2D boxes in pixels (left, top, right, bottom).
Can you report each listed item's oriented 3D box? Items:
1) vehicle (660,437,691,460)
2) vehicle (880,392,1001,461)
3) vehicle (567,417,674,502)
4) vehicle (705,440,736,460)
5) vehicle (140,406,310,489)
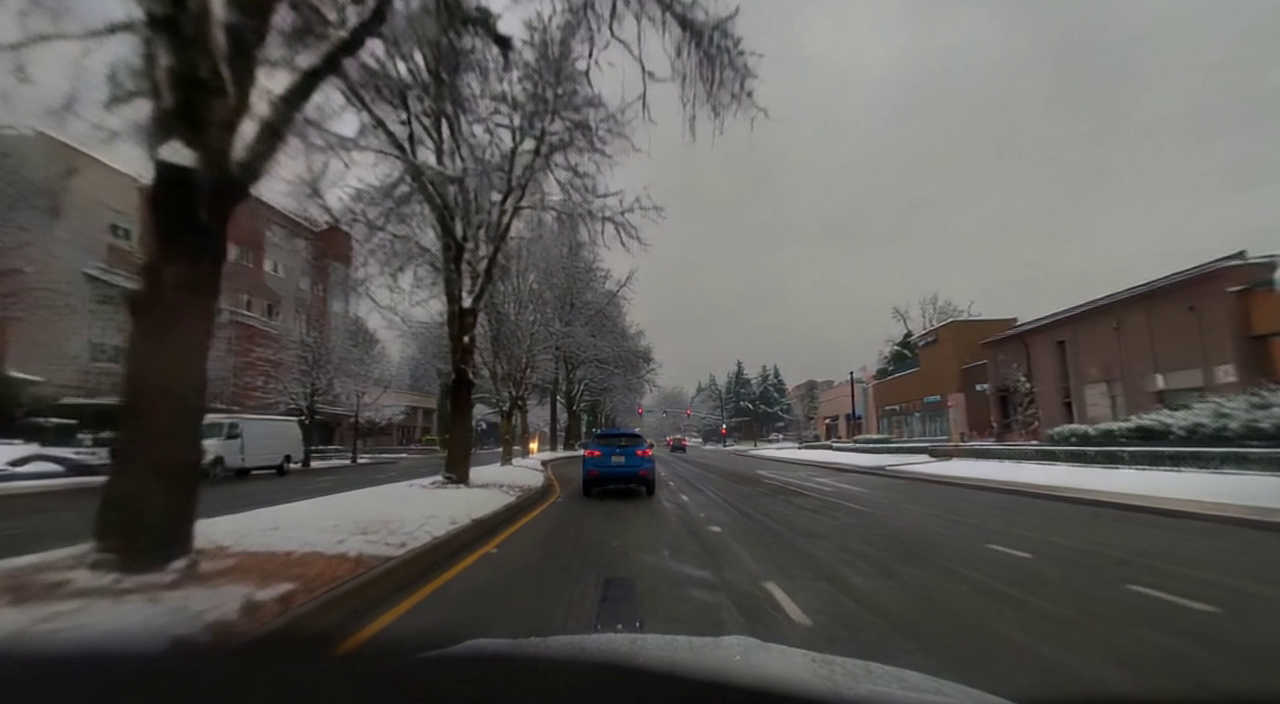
[{"bbox_3d":[2.549,7.129,46.563,1.929,1.590,4.287,0,-9,-1],"label":"vehicle"},{"bbox_3d":[18.181,4.750,39.206,3.269,3.755,8.862,0,-9,1],"label":"vehicle"},{"bbox_3d":[-0.481,2.623,15.735,2.277,1.816,4.192,0,-9,-2],"label":"vehicle"},{"bbox_3d":[6.168,7.518,48.604,1.777,1.443,3.942,0,-9,-1],"label":"vehicle"},{"bbox_3d":[-19.136,4.518,29.977,2.811,3.399,7.898,0,-9,-2],"label":"vehicle"}]
